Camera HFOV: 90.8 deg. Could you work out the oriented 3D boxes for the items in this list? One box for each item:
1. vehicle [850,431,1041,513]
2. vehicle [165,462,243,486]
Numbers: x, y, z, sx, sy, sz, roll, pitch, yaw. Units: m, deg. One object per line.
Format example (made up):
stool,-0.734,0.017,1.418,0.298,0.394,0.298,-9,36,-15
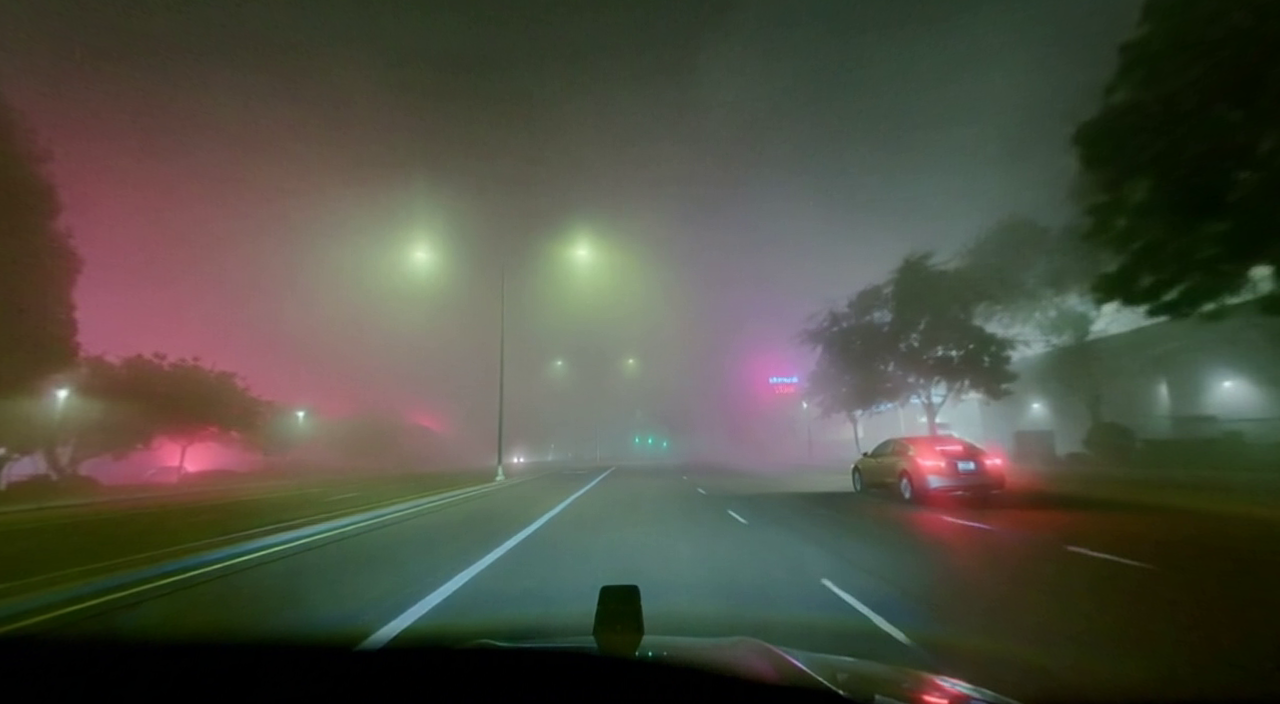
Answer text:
vehicle,6.527,2.602,14.260,1.913,1.504,4.738,0,-8,0
vehicle,-32.752,9.124,47.534,1.990,1.595,4.310,-8,-11,40
